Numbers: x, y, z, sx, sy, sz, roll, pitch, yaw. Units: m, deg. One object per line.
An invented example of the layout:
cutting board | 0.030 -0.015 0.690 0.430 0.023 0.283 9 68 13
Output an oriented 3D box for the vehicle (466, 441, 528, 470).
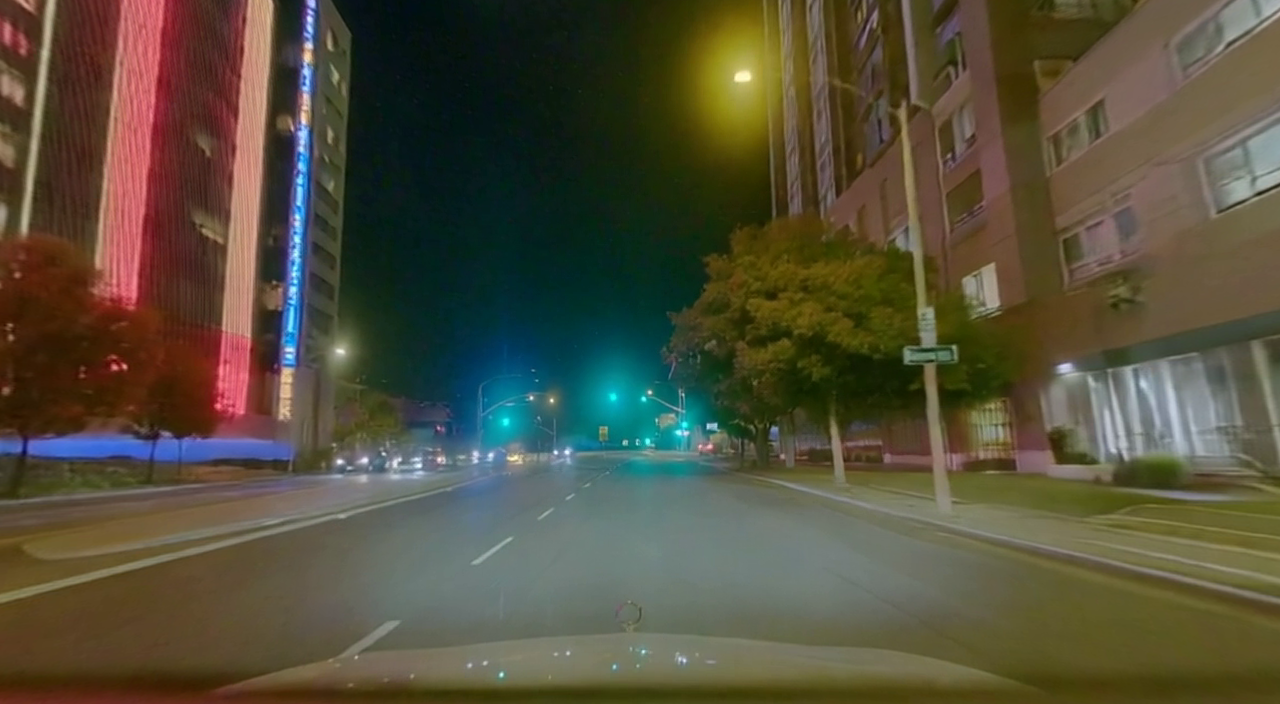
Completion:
vehicle | -7.976 5.812 35.540 2.017 1.473 4.379 -1 -9 7

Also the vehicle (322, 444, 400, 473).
vehicle | -15.642 5.986 35.670 1.878 1.506 4.693 -1 -9 6

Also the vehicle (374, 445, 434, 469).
vehicle | -15.665 6.978 42.123 1.816 1.464 4.540 -1 -9 6
